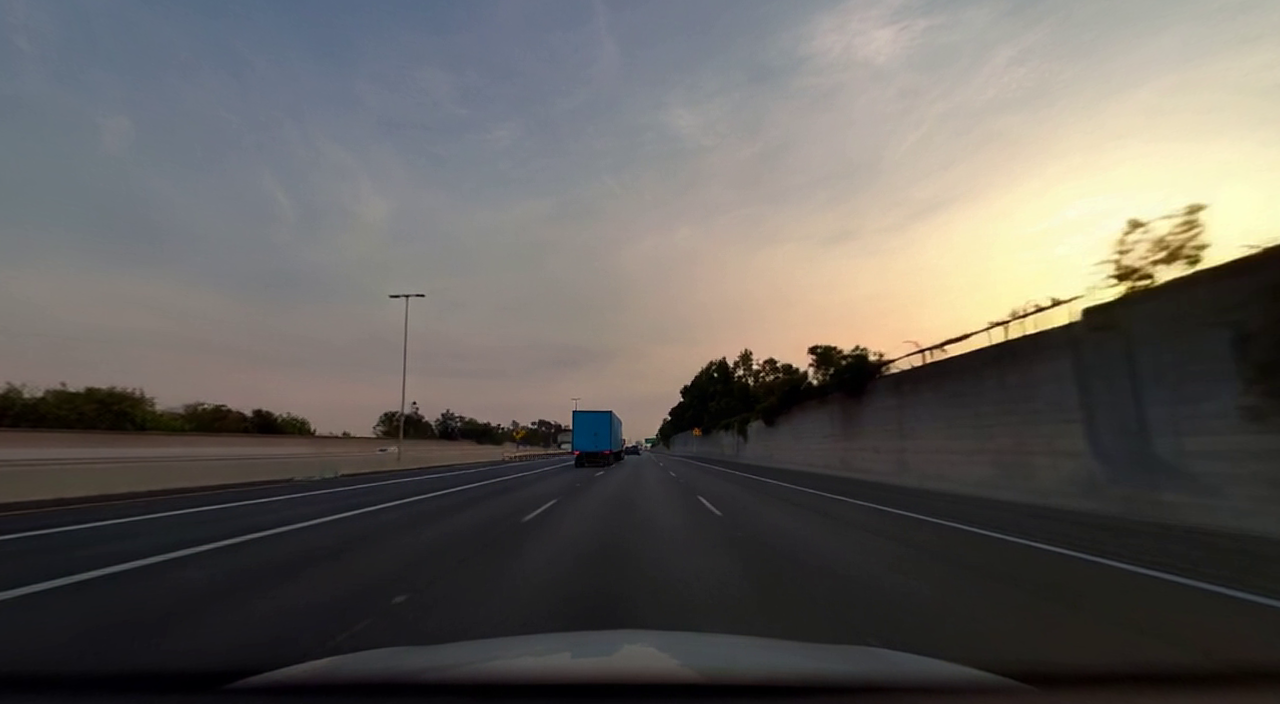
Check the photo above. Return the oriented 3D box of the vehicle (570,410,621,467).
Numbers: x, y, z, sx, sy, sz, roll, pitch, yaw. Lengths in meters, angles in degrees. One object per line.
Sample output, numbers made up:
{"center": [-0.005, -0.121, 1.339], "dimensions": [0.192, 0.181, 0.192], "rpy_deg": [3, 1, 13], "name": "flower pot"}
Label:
{"center": [-3.255, 6.834, 49.344], "dimensions": [3.059, 3.956, 11.036], "rpy_deg": [0, -9, 1], "name": "vehicle"}
